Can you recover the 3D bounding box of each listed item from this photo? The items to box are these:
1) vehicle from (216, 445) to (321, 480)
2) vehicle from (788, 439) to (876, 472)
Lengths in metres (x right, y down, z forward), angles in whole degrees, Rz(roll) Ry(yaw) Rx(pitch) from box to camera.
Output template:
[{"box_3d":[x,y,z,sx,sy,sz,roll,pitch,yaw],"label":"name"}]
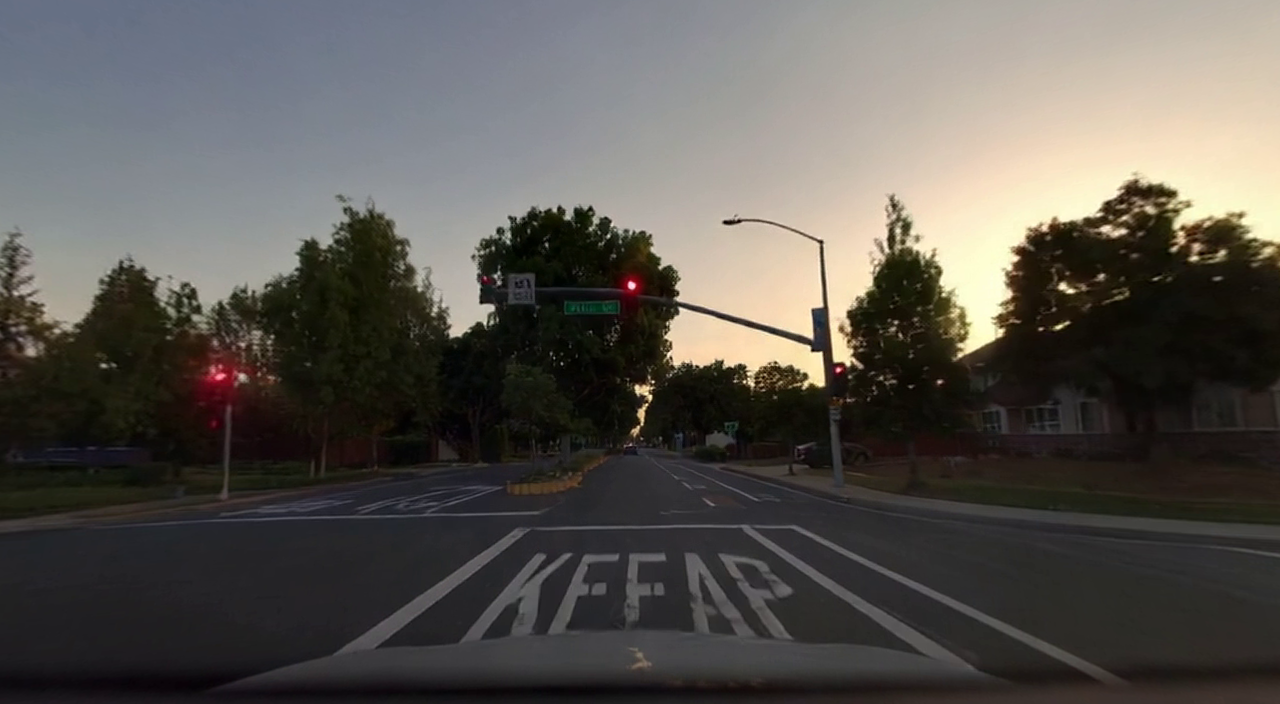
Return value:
[{"box_3d":[-18.773,5.570,32.072,4.115,1.699,1.848,0,-9,-1],"label":"vehicle"},{"box_3d":[10.983,5.928,36.291,4.423,1.779,1.883,0,-9,1],"label":"vehicle"}]
